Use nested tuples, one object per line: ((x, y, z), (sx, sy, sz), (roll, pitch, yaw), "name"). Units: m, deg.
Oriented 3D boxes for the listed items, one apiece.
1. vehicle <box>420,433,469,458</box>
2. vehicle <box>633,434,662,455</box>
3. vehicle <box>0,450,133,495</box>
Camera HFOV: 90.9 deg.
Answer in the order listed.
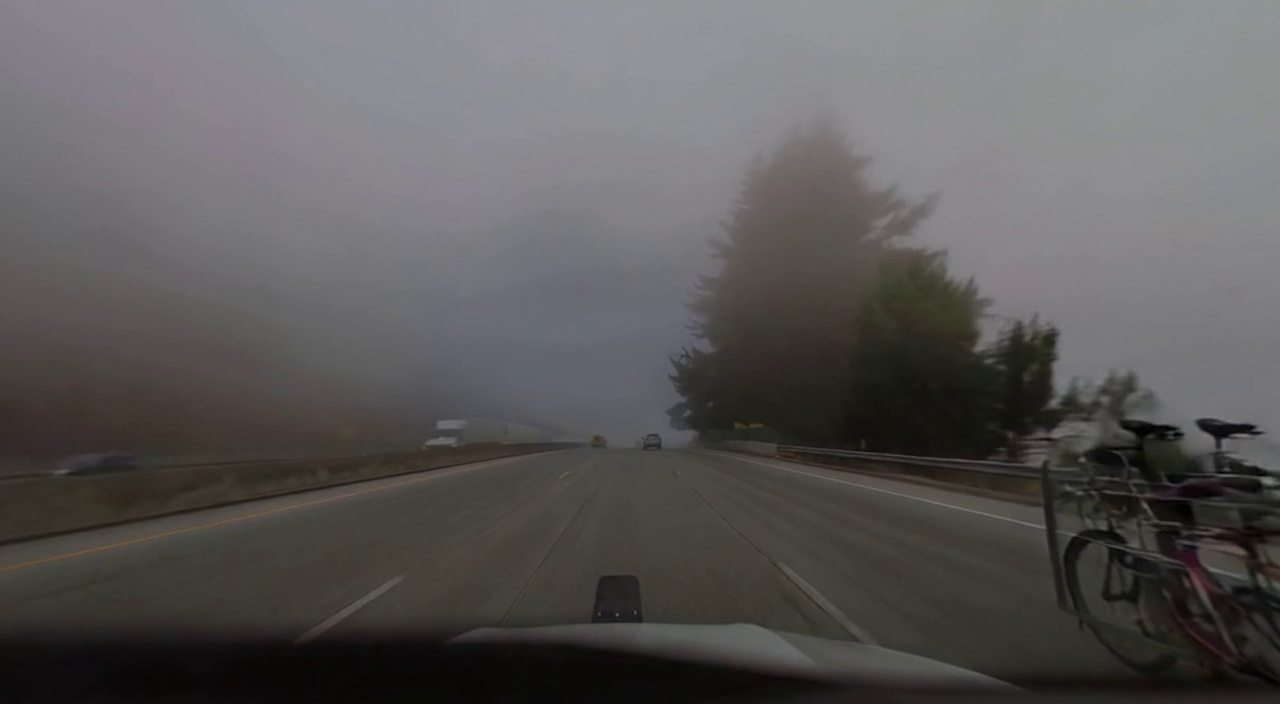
((-14.108, 6.783, 45.827), (2.003, 1.719, 4.843), (0, -8, 0), "vehicle")
((0.497, 6.582, 45.053), (1.911, 1.449, 3.776), (0, -8, -2), "vehicle")
((-22.612, 4.664, 24.755), (1.797, 1.516, 4.192), (0, -8, 1), "vehicle")
